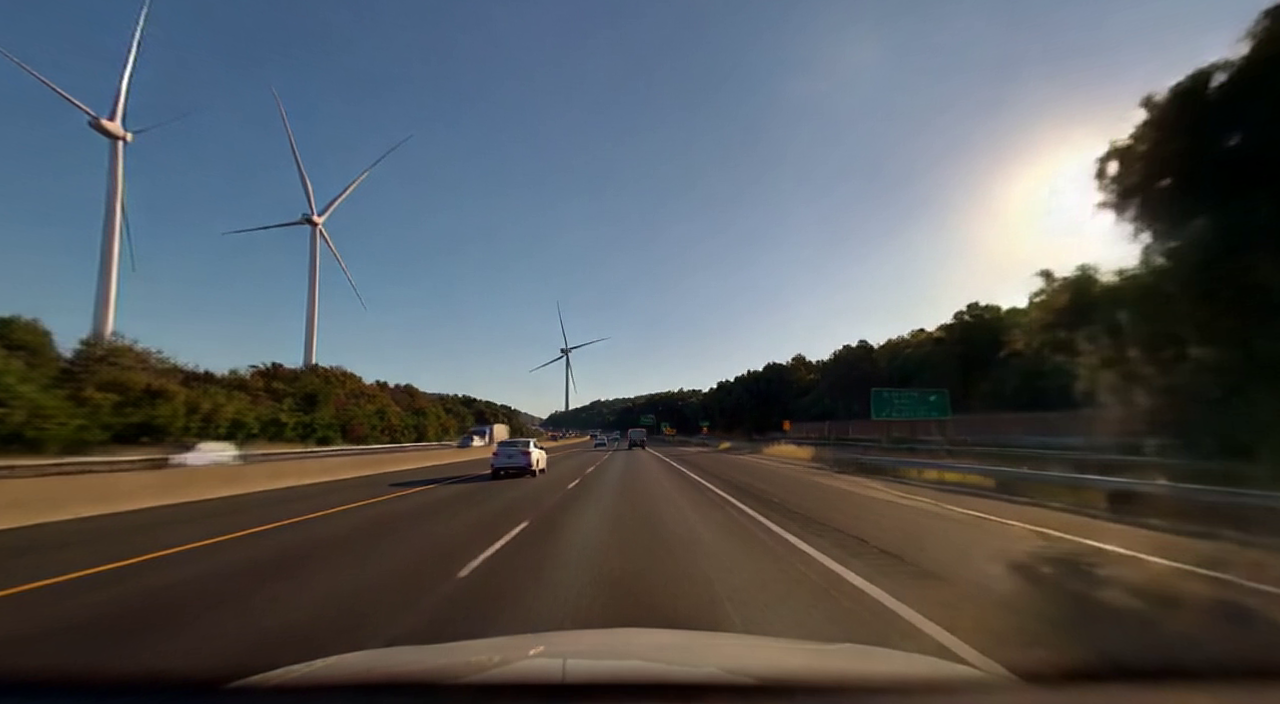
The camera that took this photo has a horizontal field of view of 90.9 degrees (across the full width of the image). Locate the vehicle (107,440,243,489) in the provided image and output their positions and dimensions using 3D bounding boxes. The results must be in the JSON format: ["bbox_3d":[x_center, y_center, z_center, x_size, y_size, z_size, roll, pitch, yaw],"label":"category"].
[{"bbox_3d":[-16.983,4.074,23.302,1.890,1.622,4.117,0,-8,-1],"label":"vehicle"}]

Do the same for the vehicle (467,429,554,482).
[{"bbox_3d":[-4.066,3.309,20.425,1.950,1.511,3.965,0,-8,0],"label":"vehicle"}]
